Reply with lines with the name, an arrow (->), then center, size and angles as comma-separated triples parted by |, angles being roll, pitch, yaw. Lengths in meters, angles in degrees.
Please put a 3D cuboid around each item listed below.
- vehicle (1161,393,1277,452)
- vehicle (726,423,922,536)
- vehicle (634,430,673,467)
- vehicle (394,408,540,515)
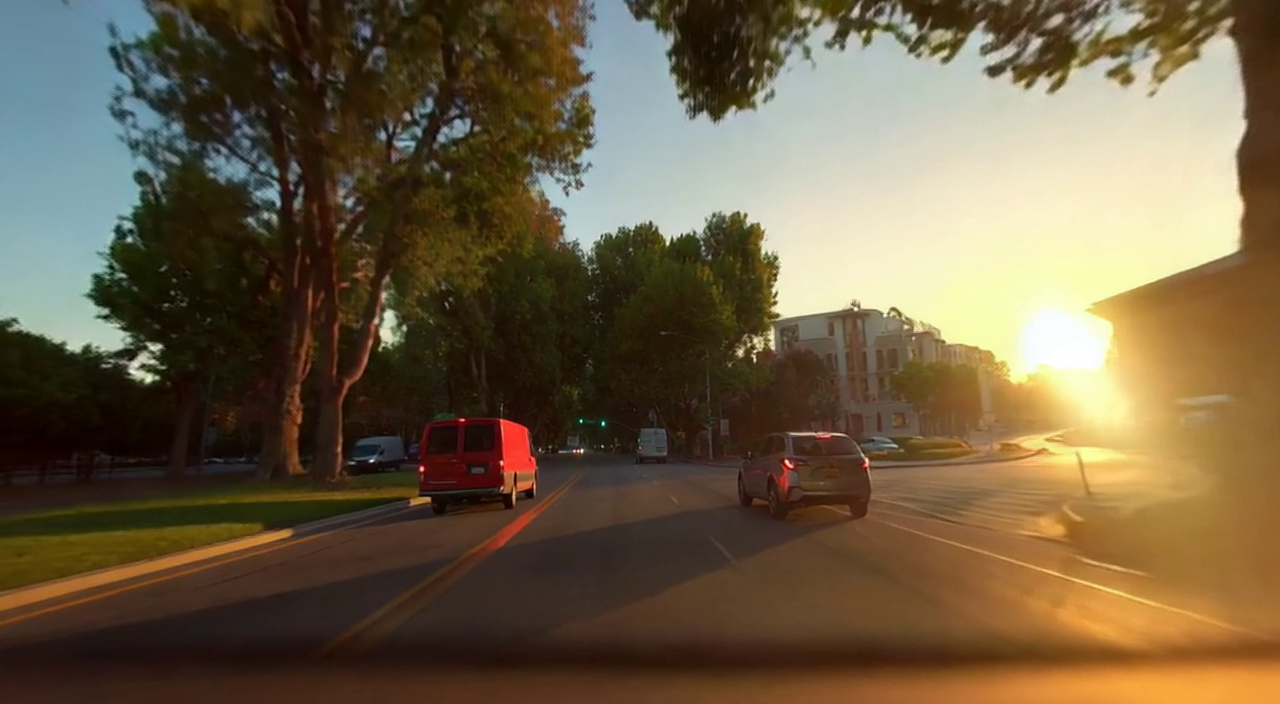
vehicle -> 39.049, 4.892, 42.414 | 10.876, 3.559, 3.014 | 6, -11, -34
vehicle -> 3.048, 2.240, 11.722 | 2.087, 1.658, 4.612 | 0, -9, -2
vehicle -> 0.936, 7.147, 47.003 | 2.397, 2.566, 5.324 | 0, -9, -4
vehicle -> -4.002, 2.652, 15.623 | 2.420, 2.227, 4.499 | 0, -9, -1
